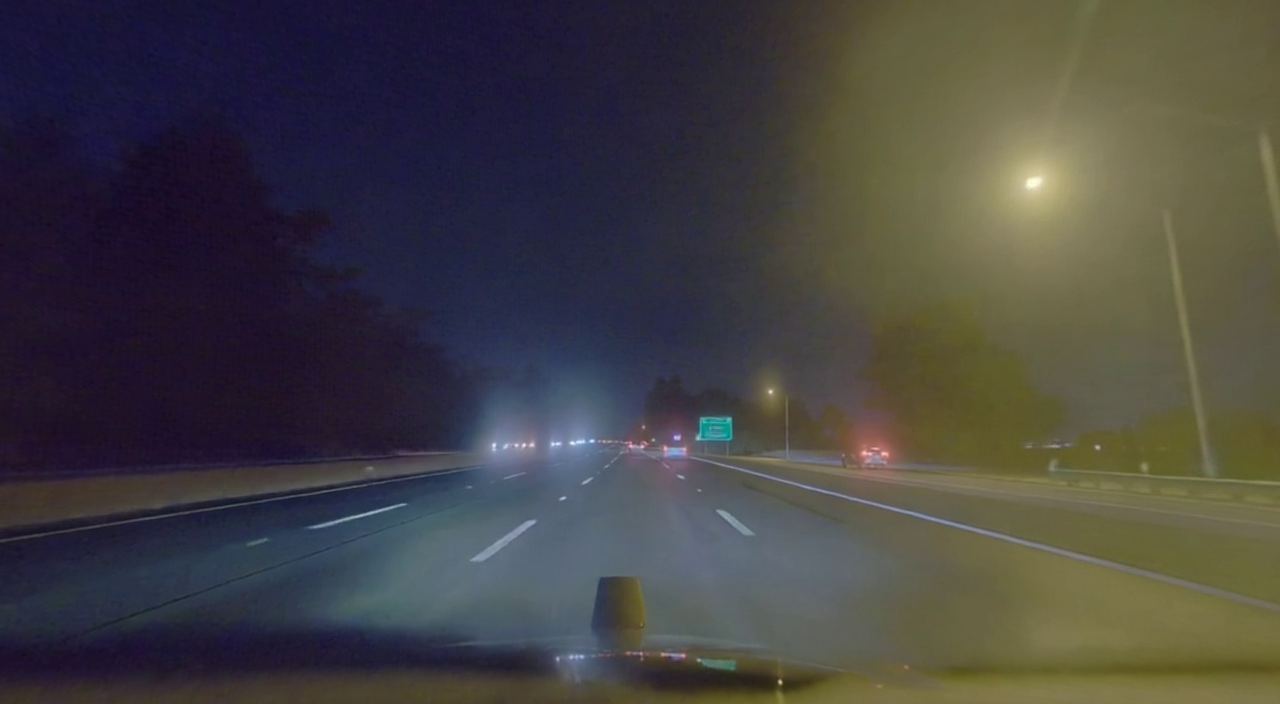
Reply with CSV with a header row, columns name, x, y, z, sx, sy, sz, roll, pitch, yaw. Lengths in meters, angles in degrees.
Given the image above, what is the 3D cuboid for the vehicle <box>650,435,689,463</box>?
name,x,y,z,sx,sy,sz,roll,pitch,yaw
vehicle,2.147,7.313,47.657,2.431,1.916,4.808,0,-8,-3
